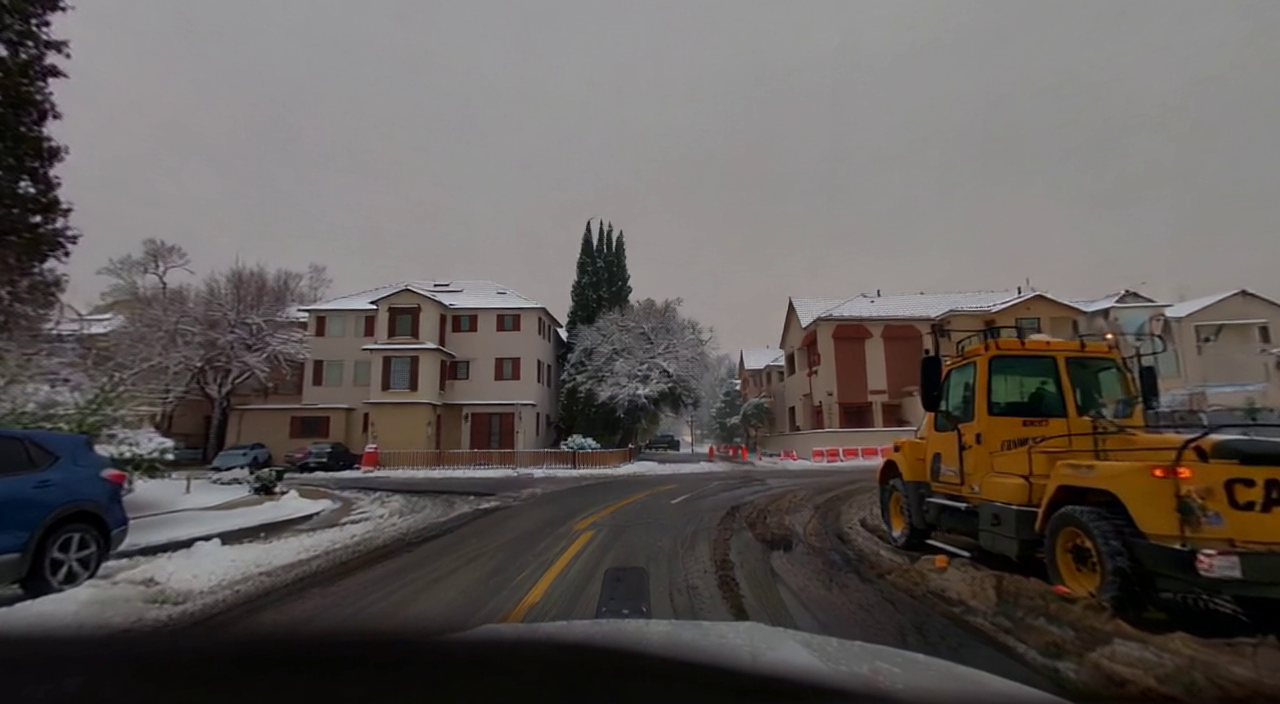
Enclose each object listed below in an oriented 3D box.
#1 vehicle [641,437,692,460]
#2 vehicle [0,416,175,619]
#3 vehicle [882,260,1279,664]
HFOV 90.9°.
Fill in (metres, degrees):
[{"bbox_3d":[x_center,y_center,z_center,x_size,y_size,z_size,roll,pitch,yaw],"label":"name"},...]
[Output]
[{"bbox_3d":[1.932,7.192,47.002,3.629,1.578,1.802,0,-8,-1],"label":"vehicle"},{"bbox_3d":[-6.714,1.386,5.065,2.220,1.765,4.799,0,-8,1],"label":"vehicle"},{"bbox_3d":[4.349,0.927,5.938,2.501,2.613,3.505,0,-9,-4],"label":"vehicle"}]
